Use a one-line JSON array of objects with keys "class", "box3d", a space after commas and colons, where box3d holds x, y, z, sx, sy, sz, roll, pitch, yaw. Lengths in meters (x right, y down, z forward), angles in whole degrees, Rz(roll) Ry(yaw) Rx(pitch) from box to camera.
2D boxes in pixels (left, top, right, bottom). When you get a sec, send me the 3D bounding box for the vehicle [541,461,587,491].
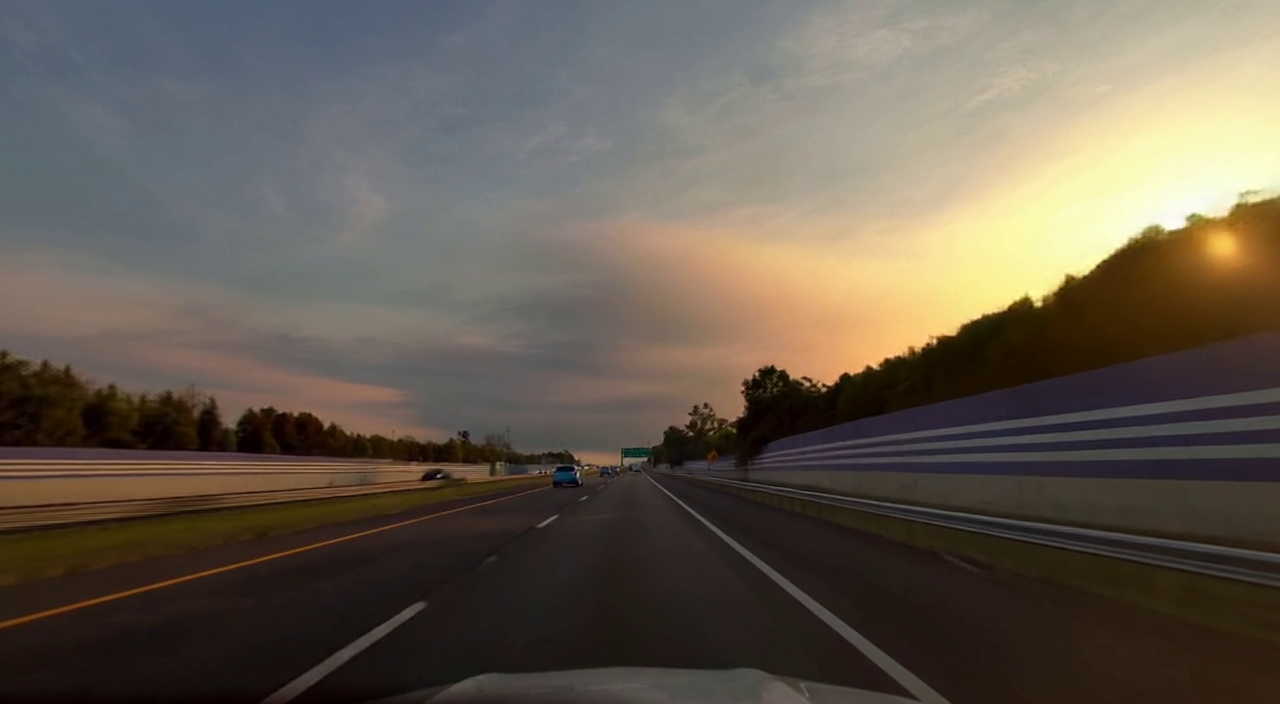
[{"class": "vehicle", "box3d": [-4.113, 6.804, 34.640, 1.985, 1.515, 3.839, 1, -11, 0]}]
